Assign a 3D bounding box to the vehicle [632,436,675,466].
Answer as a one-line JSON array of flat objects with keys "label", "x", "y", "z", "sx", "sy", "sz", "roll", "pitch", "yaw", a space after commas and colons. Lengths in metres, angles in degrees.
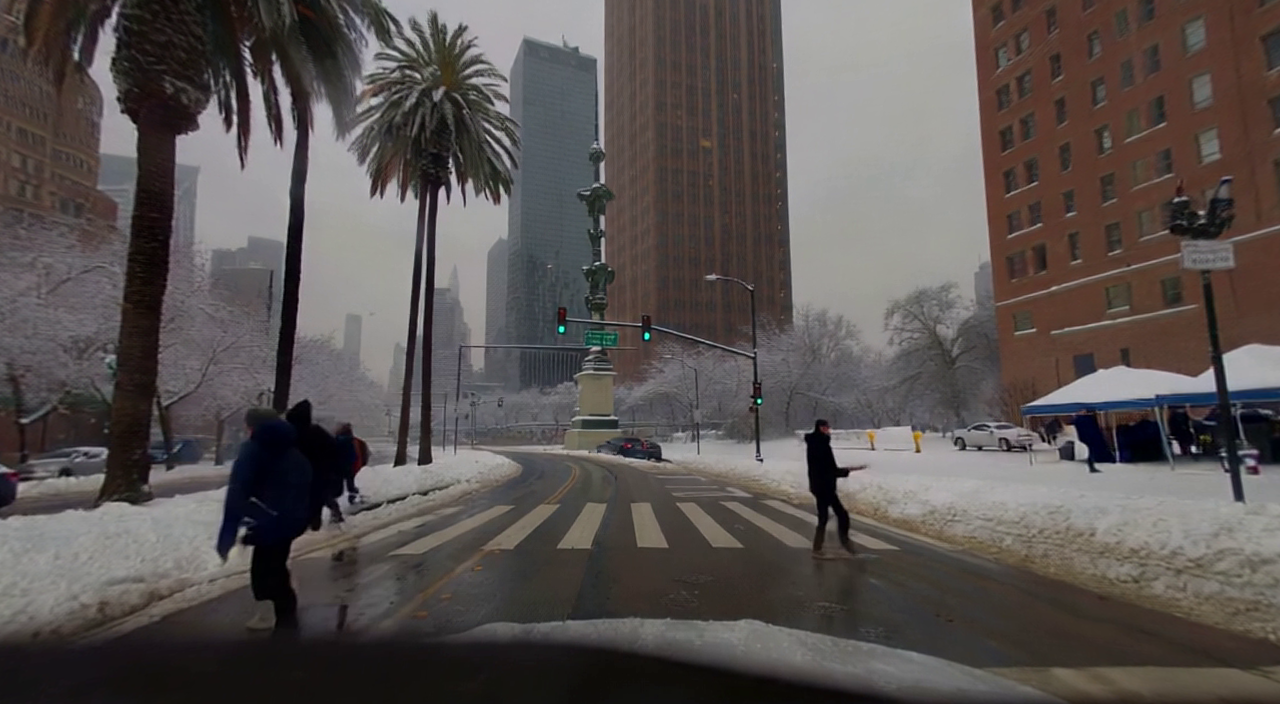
[{"label": "vehicle", "x": 0.904, "y": 7.292, "z": 46.674, "sx": 2.322, "sy": 2.071, "sz": 5.366, "roll": 1, "pitch": -9, "yaw": -9}]
